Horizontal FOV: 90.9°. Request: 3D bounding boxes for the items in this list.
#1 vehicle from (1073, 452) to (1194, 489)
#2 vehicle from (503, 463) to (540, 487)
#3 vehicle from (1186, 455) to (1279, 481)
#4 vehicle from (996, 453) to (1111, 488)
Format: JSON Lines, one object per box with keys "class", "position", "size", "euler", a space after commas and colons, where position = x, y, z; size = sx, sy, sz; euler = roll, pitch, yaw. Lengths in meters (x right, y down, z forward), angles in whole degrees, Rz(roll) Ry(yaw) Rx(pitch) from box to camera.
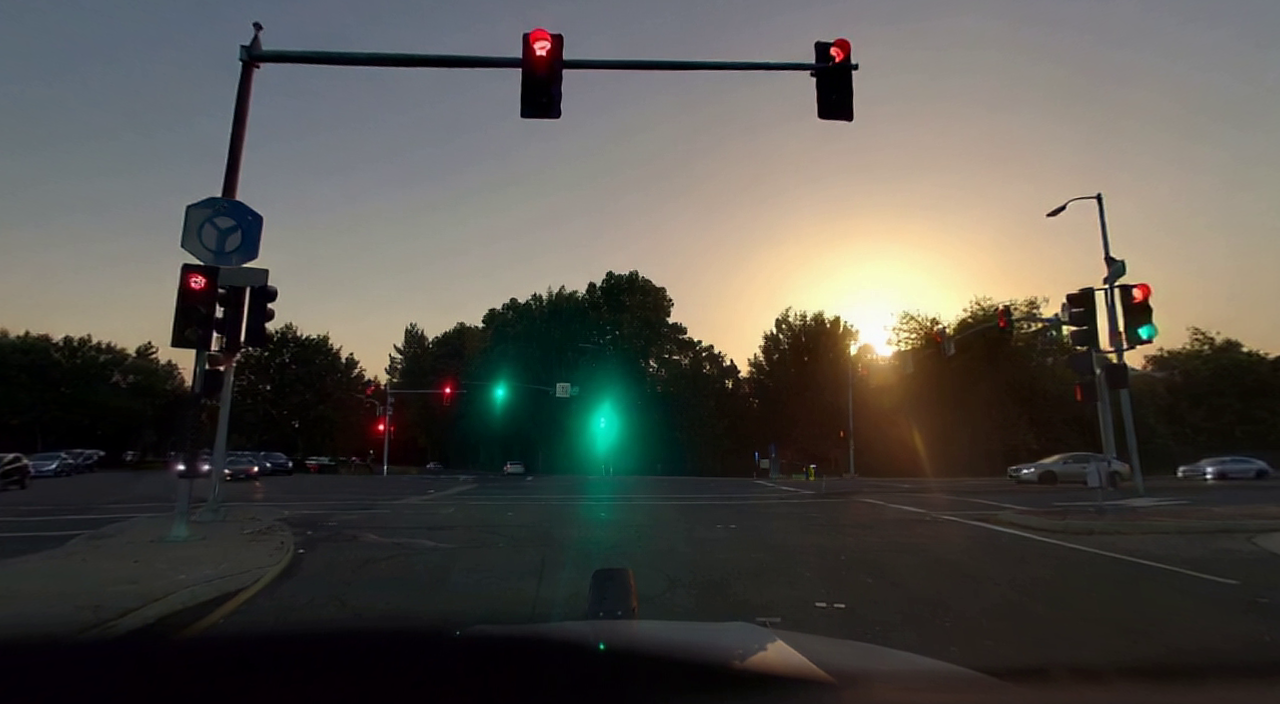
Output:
{"class": "vehicle", "position": [22.718, 5.453, 29.109], "size": [3.998, 1.590, 1.936], "euler": [1, -11, -6]}
{"class": "vehicle", "position": [-8.951, 9.294, 47.798], "size": [2.045, 1.608, 3.709], "euler": [0, -8, 1]}
{"class": "vehicle", "position": [36.195, 6.991, 37.960], "size": [4.555, 1.474, 1.914], "euler": [-1, -9, 5]}
{"class": "vehicle", "position": [21.221, 6.116, 32.461], "size": [4.455, 1.647, 2.124], "euler": [1, -12, -6]}
